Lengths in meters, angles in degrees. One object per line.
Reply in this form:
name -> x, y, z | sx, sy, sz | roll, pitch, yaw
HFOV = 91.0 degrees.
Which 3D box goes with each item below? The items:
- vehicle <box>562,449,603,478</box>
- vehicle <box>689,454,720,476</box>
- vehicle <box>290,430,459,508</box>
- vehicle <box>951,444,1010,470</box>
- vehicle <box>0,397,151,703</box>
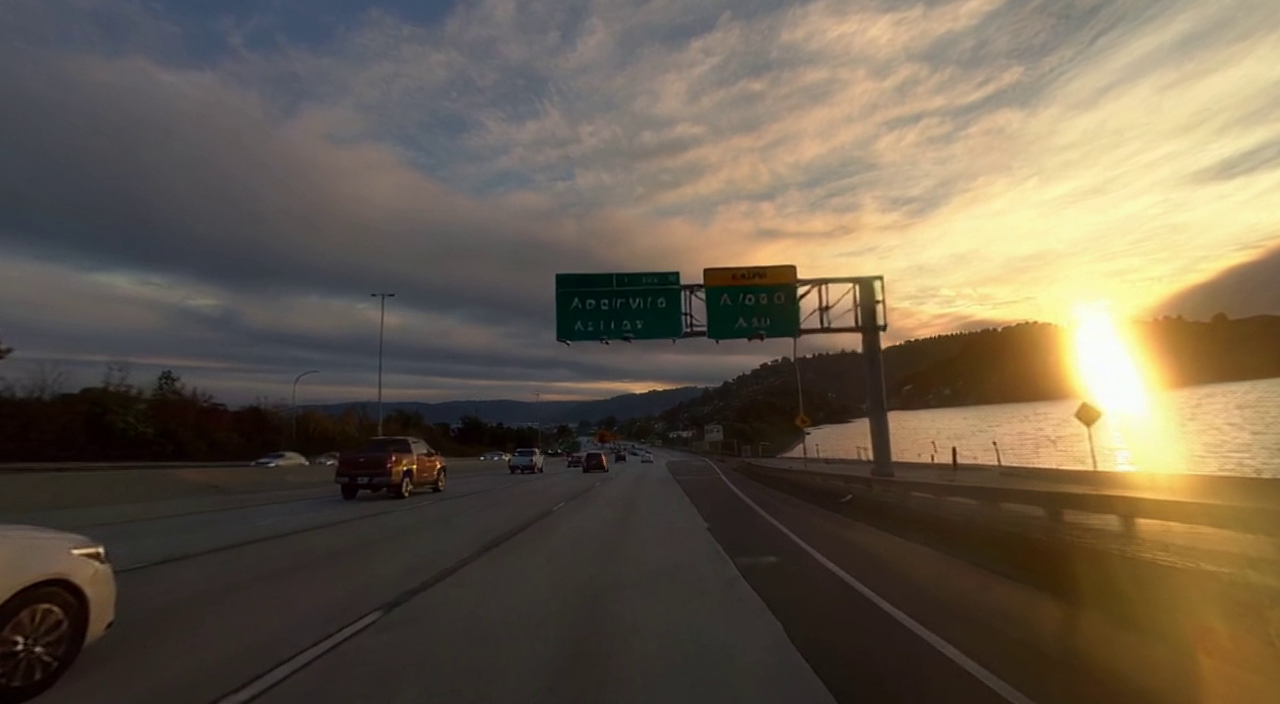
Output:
vehicle -> -3.621, 7.131, 40.626 | 2.132, 1.708, 4.571 | 0, -9, 1
vehicle -> 4.759, 8.384, 46.985 | 2.153, 1.510, 4.646 | 0, -9, 4
vehicle -> -7.336, 3.292, 18.314 | 2.250, 1.870, 5.647 | 0, -9, 2
vehicle -> 22.781, 7.001, 42.334 | 1.883, 1.596, 5.181 | -1, -9, 10
vehicle -> -3.983, 0.764, 1.433 | 2.027, 1.547, 4.511 | 0, -9, 1
